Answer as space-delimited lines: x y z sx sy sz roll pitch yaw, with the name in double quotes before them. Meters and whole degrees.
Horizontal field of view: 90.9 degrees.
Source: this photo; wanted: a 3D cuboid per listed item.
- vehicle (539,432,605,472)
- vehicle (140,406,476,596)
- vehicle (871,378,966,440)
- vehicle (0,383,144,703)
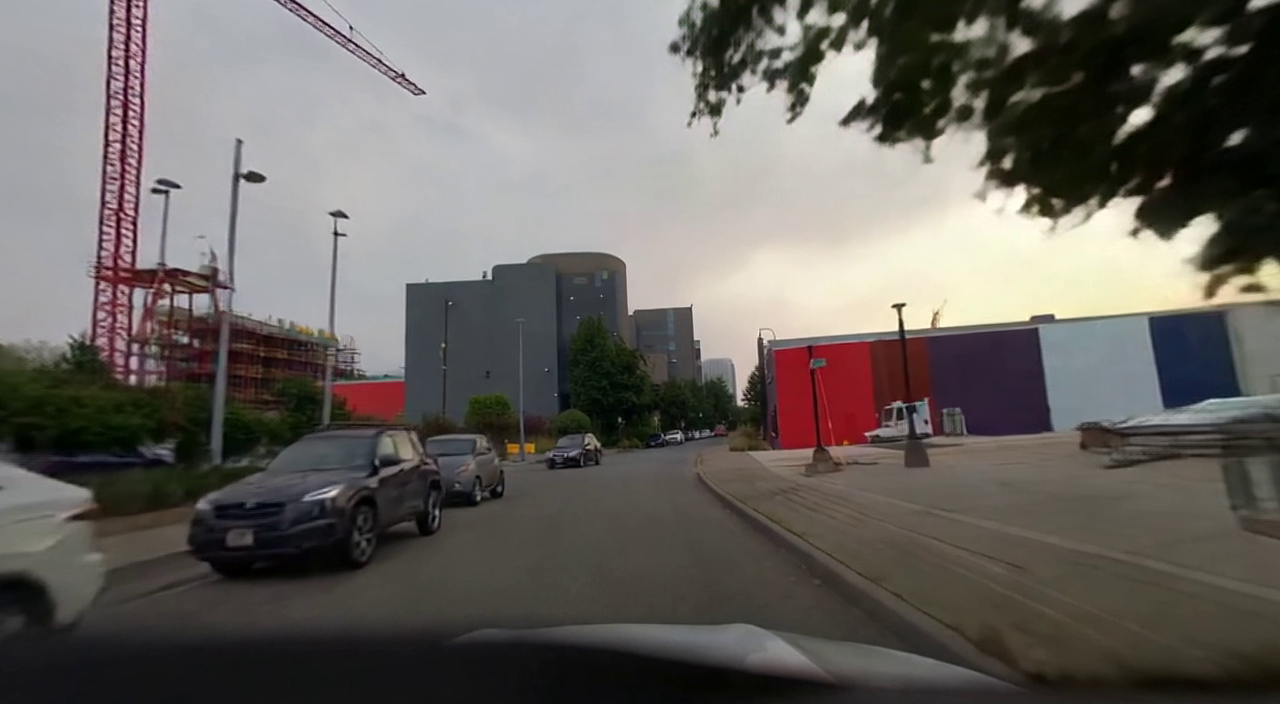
"vehicle" -2.979 4.507 28.705 1.967 1.646 4.192 -1 -8 9
"vehicle" -3.572 1.631 7.915 2.026 1.699 4.224 0 -8 -2
"vehicle" 19.305 4.217 44.493 3.031 3.863 9.734 -1 -8 5
"vehicle" -3.739 0.778 1.338 1.980 1.635 4.153 0 -8 0
